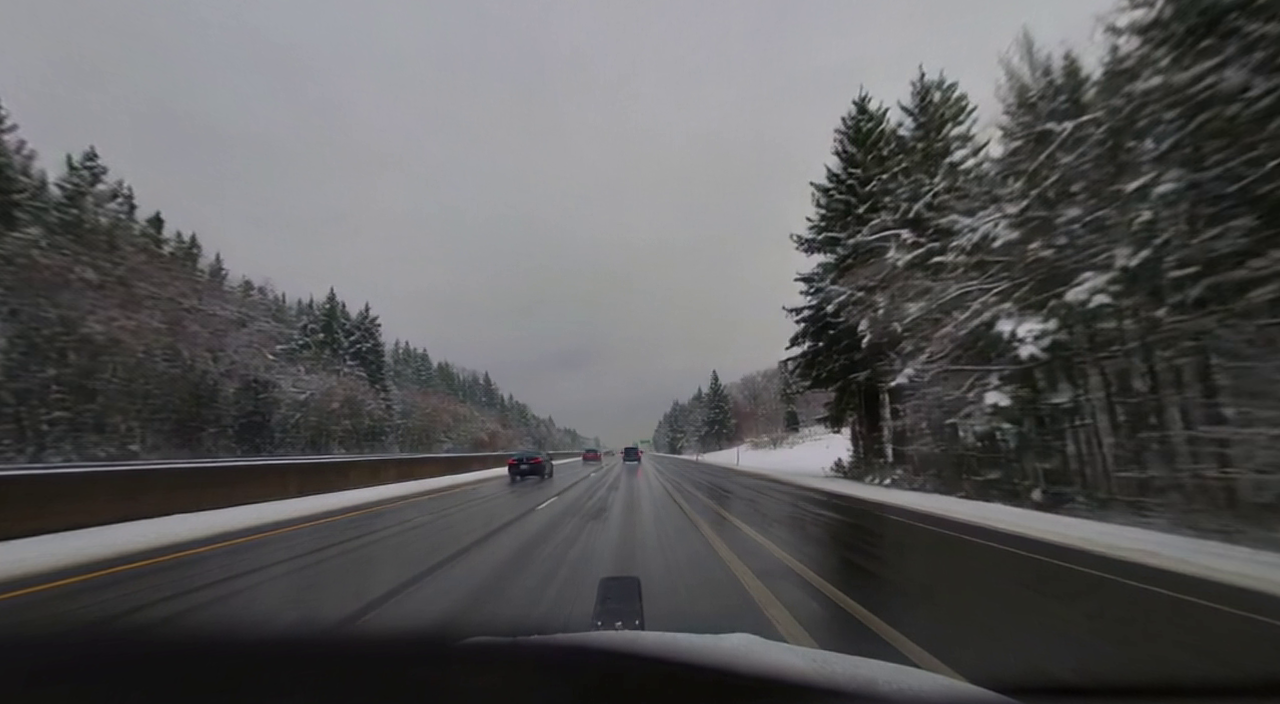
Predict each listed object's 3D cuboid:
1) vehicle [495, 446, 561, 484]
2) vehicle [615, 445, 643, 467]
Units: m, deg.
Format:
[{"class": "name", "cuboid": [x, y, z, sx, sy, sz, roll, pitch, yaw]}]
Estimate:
[{"class": "vehicle", "cuboid": [-4.712, 4.798, 27.223, 2.052, 1.468, 4.390, 0, -8, 0]}, {"class": "vehicle", "cuboid": [-0.888, 8.026, 48.690, 2.070, 1.603, 4.806, 0, -9, -2]}]
